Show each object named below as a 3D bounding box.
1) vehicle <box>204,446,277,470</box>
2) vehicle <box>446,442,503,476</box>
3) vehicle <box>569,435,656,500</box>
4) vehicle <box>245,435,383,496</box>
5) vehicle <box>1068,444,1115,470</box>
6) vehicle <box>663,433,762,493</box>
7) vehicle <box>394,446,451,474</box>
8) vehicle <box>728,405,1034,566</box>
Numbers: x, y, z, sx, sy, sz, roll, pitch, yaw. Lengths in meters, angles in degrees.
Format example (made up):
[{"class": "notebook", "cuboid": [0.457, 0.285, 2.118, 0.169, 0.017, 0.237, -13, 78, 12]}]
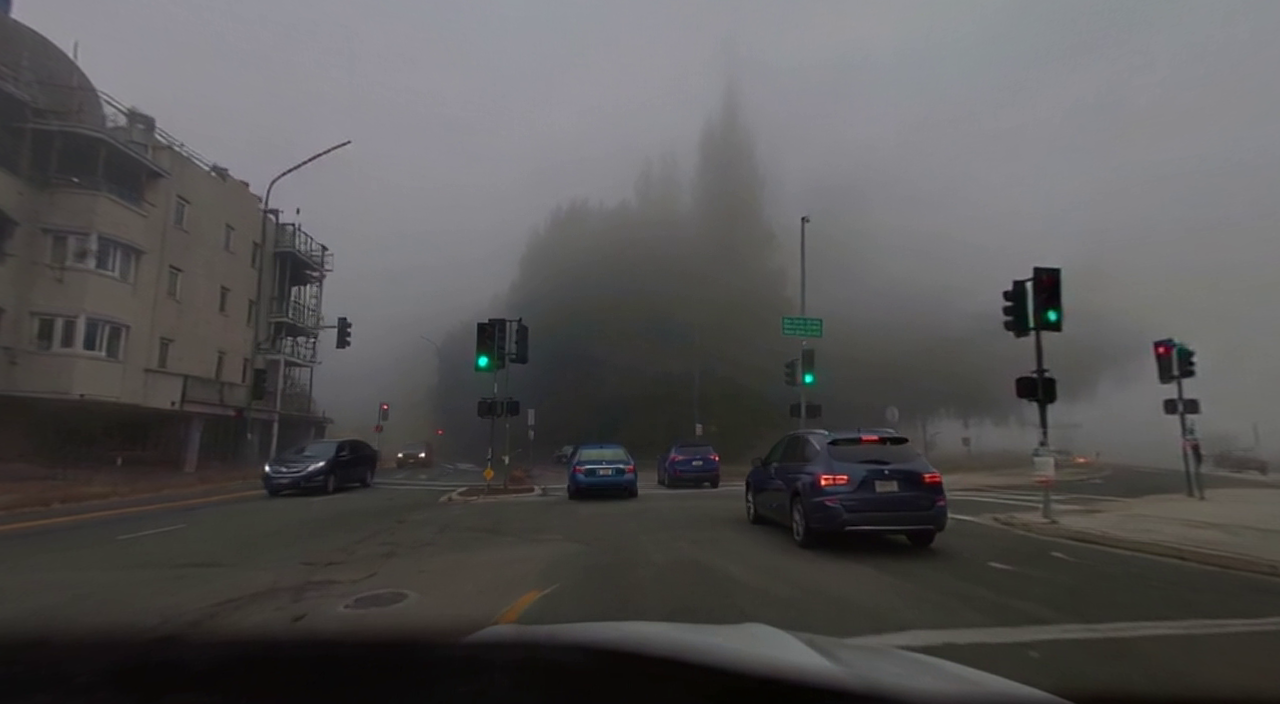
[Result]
[{"class": "vehicle", "cuboid": [-26.076, 6.863, 41.090, 4.653, 1.459, 2.228, -5, -10, 33]}, {"class": "vehicle", "cuboid": [-8.468, 5.502, 32.630, 2.092, 1.629, 4.133, 0, -9, -4]}, {"class": "vehicle", "cuboid": [-0.914, 3.266, 18.182, 2.132, 1.632, 3.889, 1, -9, -8]}, {"class": "vehicle", "cuboid": [-10.238, 3.588, 20.314, 2.303, 1.692, 4.571, 0, -9, -5]}, {"class": "vehicle", "cuboid": [33.040, 7.637, 46.238, 2.094, 1.750, 5.139, -5, -10, 28]}, {"class": "vehicle", "cuboid": [2.215, 3.570, 20.654, 2.103, 1.710, 4.396, 1, -9, -9]}, {"class": "vehicle", "cuboid": [-12.617, 6.274, 36.880, 2.013, 1.466, 4.430, 0, -9, -4]}, {"class": "vehicle", "cuboid": [3.079, 1.851, 9.578, 2.320, 1.772, 4.872, 0, -9, -6]}]
